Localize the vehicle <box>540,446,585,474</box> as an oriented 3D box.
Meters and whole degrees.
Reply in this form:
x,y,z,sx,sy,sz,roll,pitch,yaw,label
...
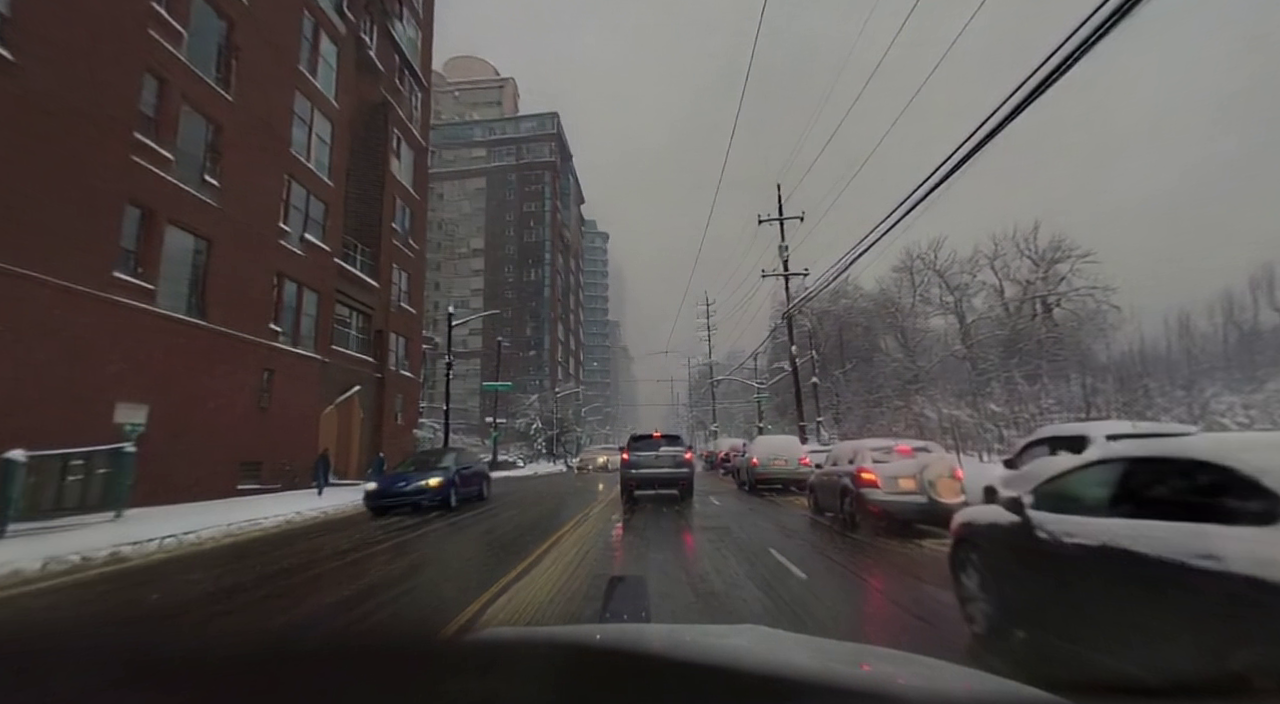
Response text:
x,y,z,sx,sy,sz,roll,pitch,yaw,label
-5.020,7.025,41.377,2.215,1.703,4.614,-1,-8,2,vehicle

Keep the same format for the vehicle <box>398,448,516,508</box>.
x,y,z,sx,sy,sz,roll,pitch,yaw,label
-5.123,3.562,18.391,1.966,1.470,4.528,-1,-8,2,vehicle

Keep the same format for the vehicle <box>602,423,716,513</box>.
x,y,z,sx,sy,sz,roll,pitch,yaw,label
0.385,2.580,14.453,2.232,1.736,4.036,0,-8,0,vehicle

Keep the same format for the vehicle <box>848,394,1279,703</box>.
x,y,z,sx,sy,sz,roll,pitch,yaw,label
3.127,1.144,3.786,2.116,1.487,4.988,0,-8,1,vehicle

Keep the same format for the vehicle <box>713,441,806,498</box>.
x,y,z,sx,sy,sz,roll,pitch,yaw,label
3.364,3.368,18.534,1.970,1.452,4.227,-1,-8,1,vehicle
